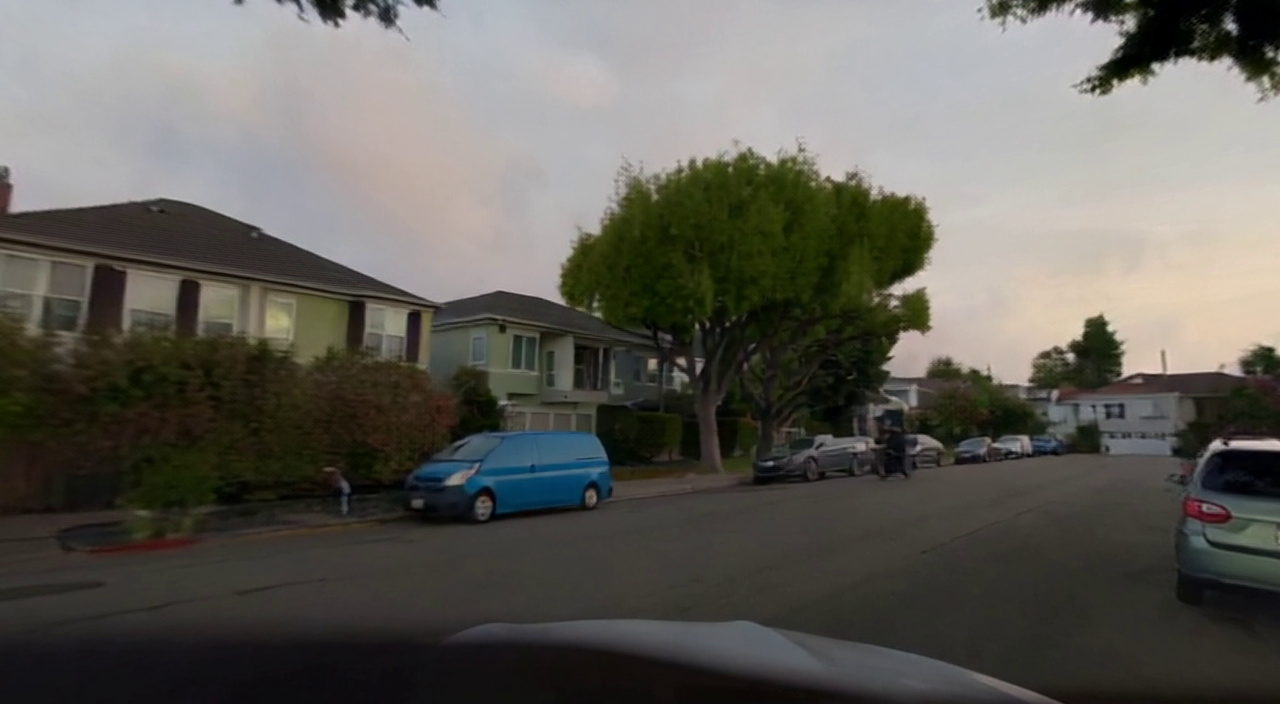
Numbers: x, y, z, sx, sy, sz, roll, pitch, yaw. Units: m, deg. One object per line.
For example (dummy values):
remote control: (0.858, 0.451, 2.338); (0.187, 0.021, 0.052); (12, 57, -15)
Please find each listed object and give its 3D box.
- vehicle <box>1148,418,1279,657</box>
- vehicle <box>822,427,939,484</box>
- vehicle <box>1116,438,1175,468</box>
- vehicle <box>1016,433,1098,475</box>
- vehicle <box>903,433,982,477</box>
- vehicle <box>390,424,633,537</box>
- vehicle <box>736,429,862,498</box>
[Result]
vehicle: (5.764, 1.370, 5.406); (2.008, 1.507, 4.226); (-6, -10, 39)
vehicle: (8.211, 3.466, 21.325); (4.428, 1.670, 1.872); (6, -13, -45)
vehicle: (27.587, 5.478, 34.335); (3.849, 1.505, 1.889); (7, -11, -43)
vehicle: (18.190, 4.382, 27.398); (4.255, 1.670, 1.959); (7, -11, -43)
vehicle: (12.207, 4.098, 25.315); (1.734, 1.549, 3.465); (-12, -13, 41)
vehicle: (-1.966, 1.957, 10.375); (1.798, 1.507, 3.513); (-6, -9, 41)
vehicle: (4.435, 2.948, 17.256); (1.828, 1.488, 3.785); (-4, -6, 40)
